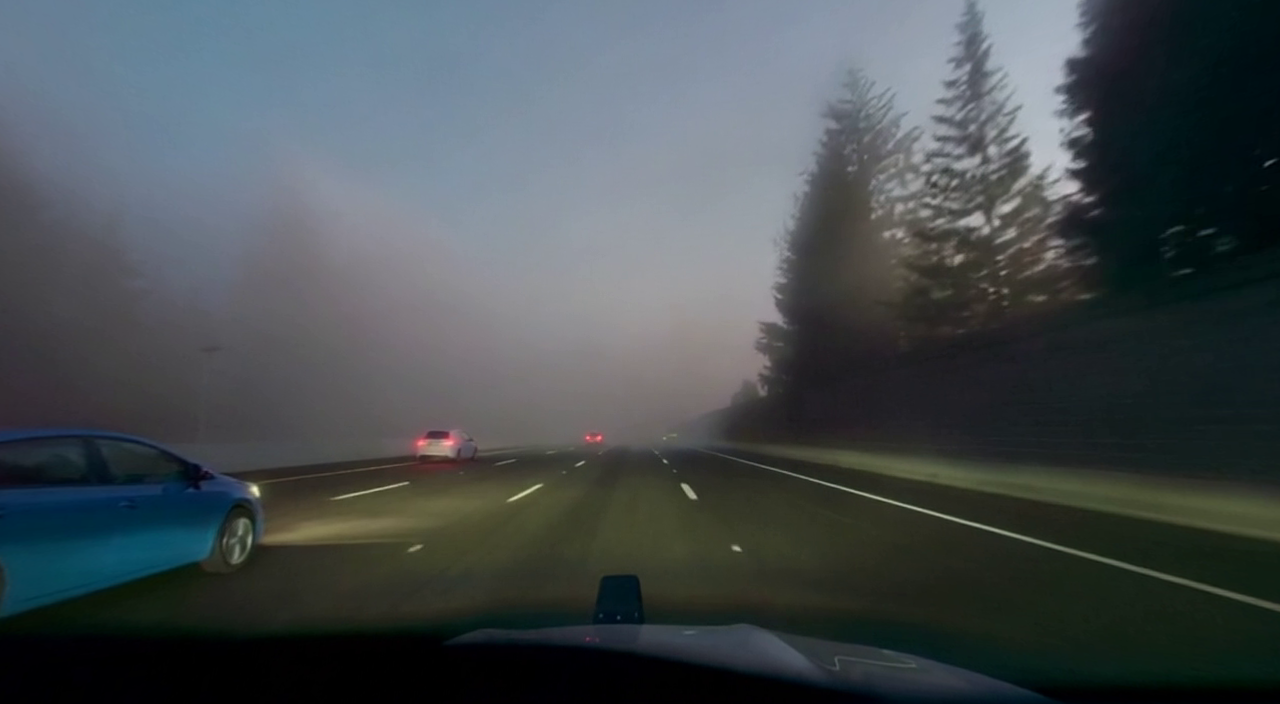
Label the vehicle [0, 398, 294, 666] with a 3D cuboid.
[{"bbox_3d":[-4.643,1.142,4.485,2.079,1.500,3.881,0,-8,1],"label":"vehicle"}]

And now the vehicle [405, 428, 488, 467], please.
[{"bbox_3d":[-8.524,4.244,28.191,2.053,1.582,4.878,0,-8,1],"label":"vehicle"}]
